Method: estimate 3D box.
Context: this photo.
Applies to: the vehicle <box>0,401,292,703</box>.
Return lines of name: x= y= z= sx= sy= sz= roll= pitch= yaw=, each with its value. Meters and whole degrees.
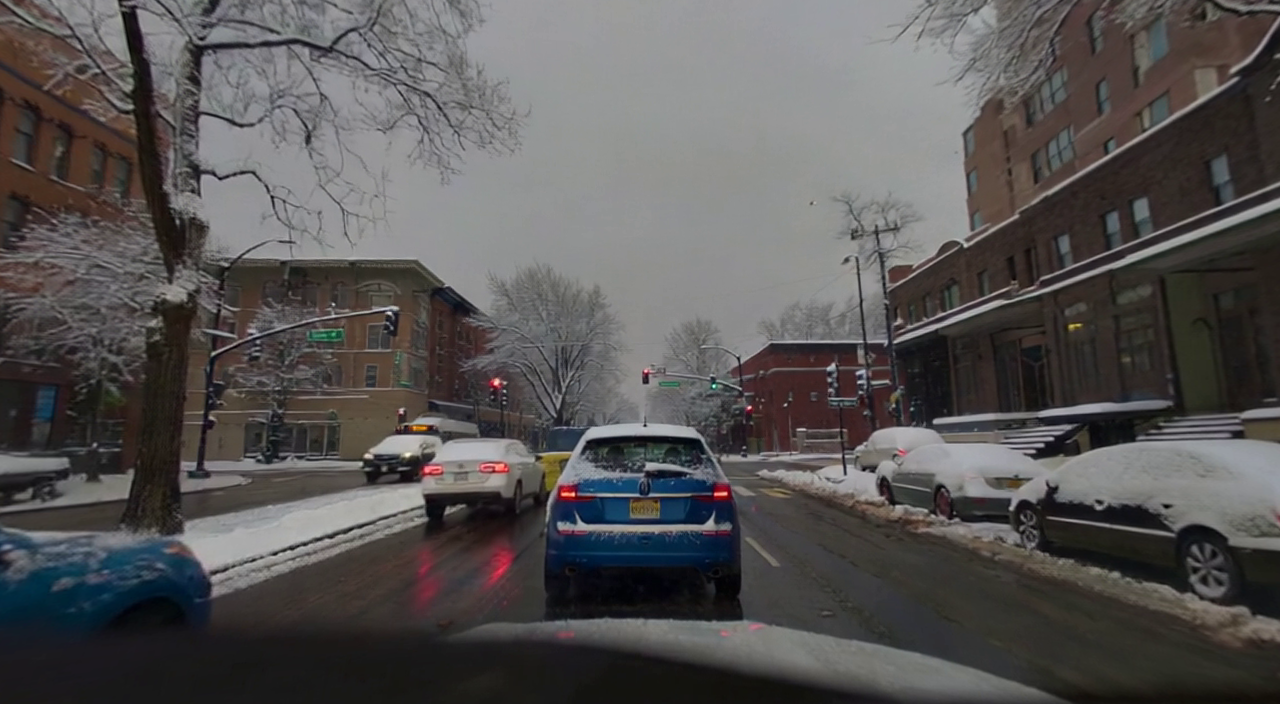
vehicle: x=-3.086 y=0.831 z=1.500 sx=1.970 sy=1.492 sz=4.534 roll=0 pitch=-9 yaw=-1

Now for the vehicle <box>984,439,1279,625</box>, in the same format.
vehicle: x=5.996 y=1.706 z=6.891 sx=1.873 sy=1.453 sz=4.579 roll=0 pitch=-9 yaw=0

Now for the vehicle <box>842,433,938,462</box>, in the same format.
vehicle: x=16.393 y=6.269 z=41.510 sx=5.345 sy=1.811 sz=2.175 roll=0 pitch=-9 yaw=-1

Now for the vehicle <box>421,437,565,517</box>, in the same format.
vehicle: x=-3.012 y=2.665 z=13.981 sx=2.131 sy=1.486 sz=4.089 roll=0 pitch=-9 yaw=1

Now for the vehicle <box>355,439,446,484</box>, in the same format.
vehicle: x=-9.845 y=4.509 z=26.318 sx=2.012 sy=1.703 sz=4.360 roll=0 pitch=-9 yaw=1

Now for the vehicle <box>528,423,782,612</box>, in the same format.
vehicle: x=0.103 y=1.597 z=6.897 sx=2.022 sy=1.481 sz=3.564 roll=0 pitch=-9 yaw=-1
